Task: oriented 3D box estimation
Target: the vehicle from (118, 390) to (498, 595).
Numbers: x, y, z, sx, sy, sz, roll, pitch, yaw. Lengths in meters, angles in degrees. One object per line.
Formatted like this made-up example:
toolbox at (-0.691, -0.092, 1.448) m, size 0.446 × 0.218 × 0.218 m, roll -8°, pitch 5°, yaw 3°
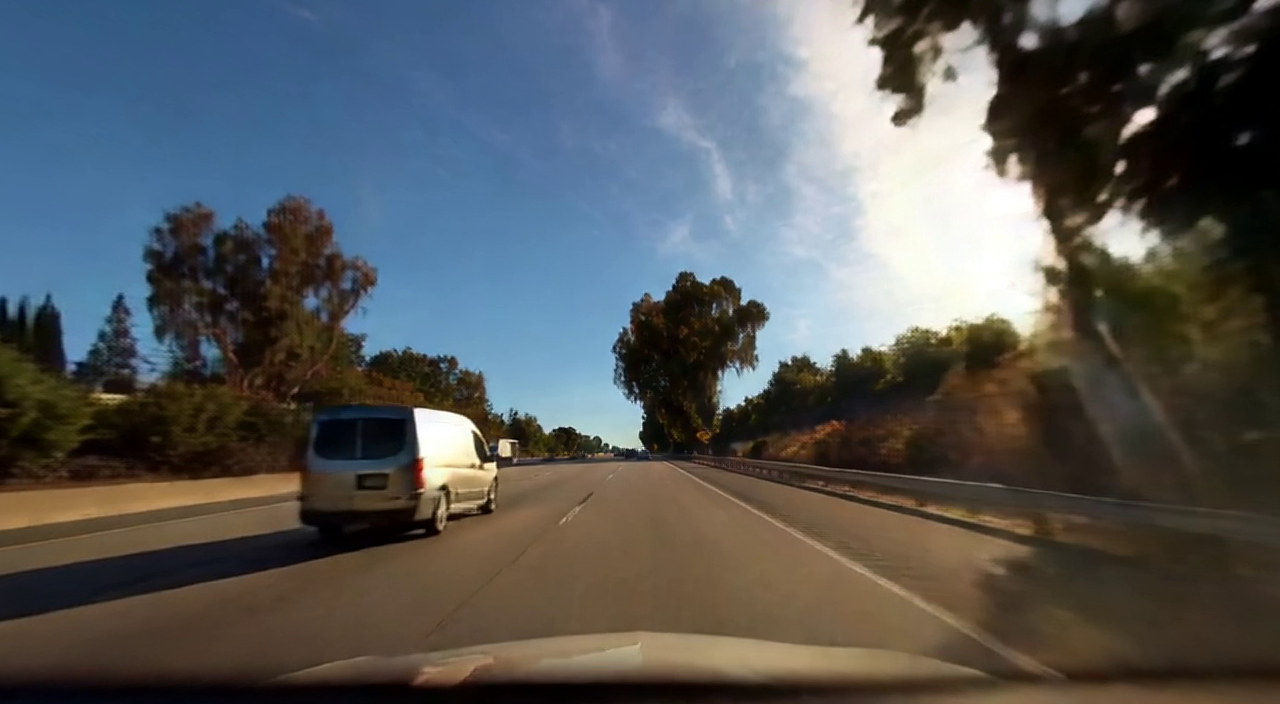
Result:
vehicle at (-3.824, 1.774, 8.875) m, size 2.349 × 1.973 × 5.419 m, roll 0°, pitch -9°, yaw 0°
